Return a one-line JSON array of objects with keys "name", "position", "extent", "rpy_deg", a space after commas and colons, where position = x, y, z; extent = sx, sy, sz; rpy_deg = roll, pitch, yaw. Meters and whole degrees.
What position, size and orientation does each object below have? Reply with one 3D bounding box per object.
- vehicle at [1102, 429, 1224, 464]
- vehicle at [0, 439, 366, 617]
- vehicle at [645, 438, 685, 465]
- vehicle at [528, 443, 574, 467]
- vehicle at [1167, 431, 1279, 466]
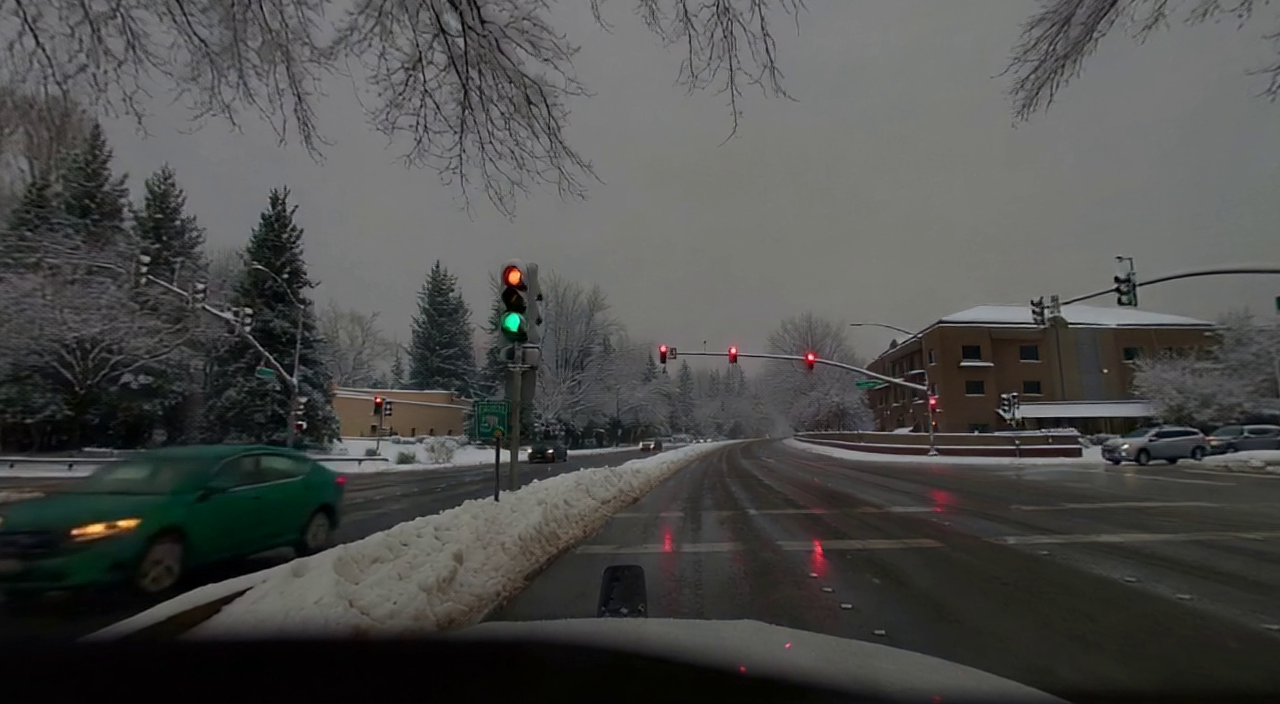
[{"name": "vehicle", "position": [25.930, 4.678, 31.344], "extent": [4.441, 1.674, 2.035], "rpy_deg": [1, -8, -8]}, {"name": "vehicle", "position": [-5.427, 1.821, 7.673], "extent": [2.016, 1.474, 4.634], "rpy_deg": [0, -8, 1]}, {"name": "vehicle", "position": [1.753, 6.773, 43.257], "extent": [2.197, 1.739, 4.177], "rpy_deg": [-2, -8, 10]}, {"name": "vehicle", "position": [-5.716, 6.638, 40.832], "extent": [1.877, 1.481, 3.853], "rpy_deg": [-2, -8, 9]}, {"name": "vehicle", "position": [26.314, 4.243, 27.869], "extent": [4.644, 1.470, 1.922], "rpy_deg": [1, -8, -10]}]
